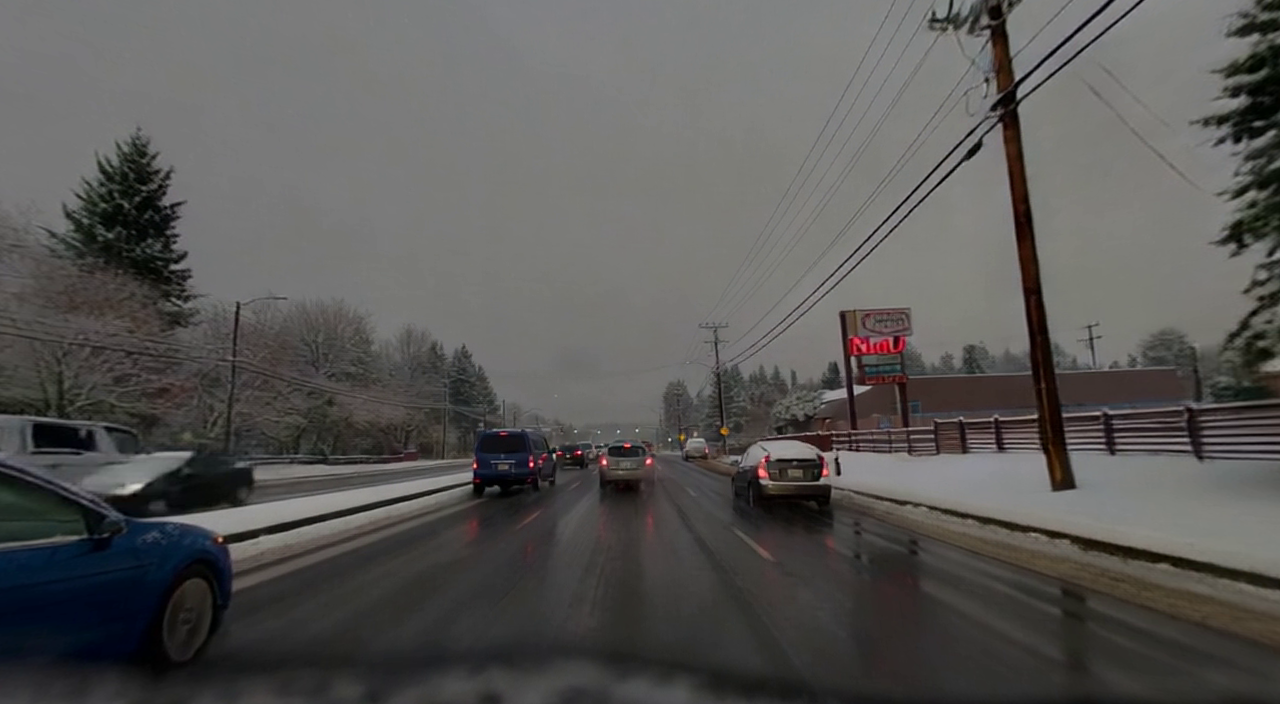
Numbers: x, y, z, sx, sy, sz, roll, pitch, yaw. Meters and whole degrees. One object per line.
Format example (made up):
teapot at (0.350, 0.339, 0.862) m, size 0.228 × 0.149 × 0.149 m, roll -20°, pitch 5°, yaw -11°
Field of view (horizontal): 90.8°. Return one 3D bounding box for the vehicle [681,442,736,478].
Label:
vehicle at (3.027, 4.865, 28.754) m, size 1.878 × 1.479 × 4.461 m, roll 0°, pitch -9°, yaw -2°

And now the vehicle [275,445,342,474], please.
vehicle at (-23.113, 7.492, 44.262) m, size 2.094 × 1.899 × 4.789 m, roll 0°, pitch -9°, yaw -1°

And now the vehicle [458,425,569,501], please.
vehicle at (-3.356, 3.066, 17.846) m, size 2.092 × 1.839 × 4.736 m, roll 0°, pitch -9°, yaw 1°

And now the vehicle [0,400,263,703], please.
vehicle at (-3.340, 0.814, 1.651) m, size 2.004 × 1.454 × 4.349 m, roll 0°, pitch -9°, yaw 0°

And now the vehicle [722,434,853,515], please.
vehicle at (3.055, 2.608, 13.931) m, size 1.880 × 1.521 × 3.724 m, roll 0°, pitch -9°, yaw -2°

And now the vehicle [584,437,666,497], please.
vehicle at (-0.393, 3.243, 18.130) m, size 2.097 × 1.511 × 3.809 m, roll 0°, pitch -9°, yaw 0°
